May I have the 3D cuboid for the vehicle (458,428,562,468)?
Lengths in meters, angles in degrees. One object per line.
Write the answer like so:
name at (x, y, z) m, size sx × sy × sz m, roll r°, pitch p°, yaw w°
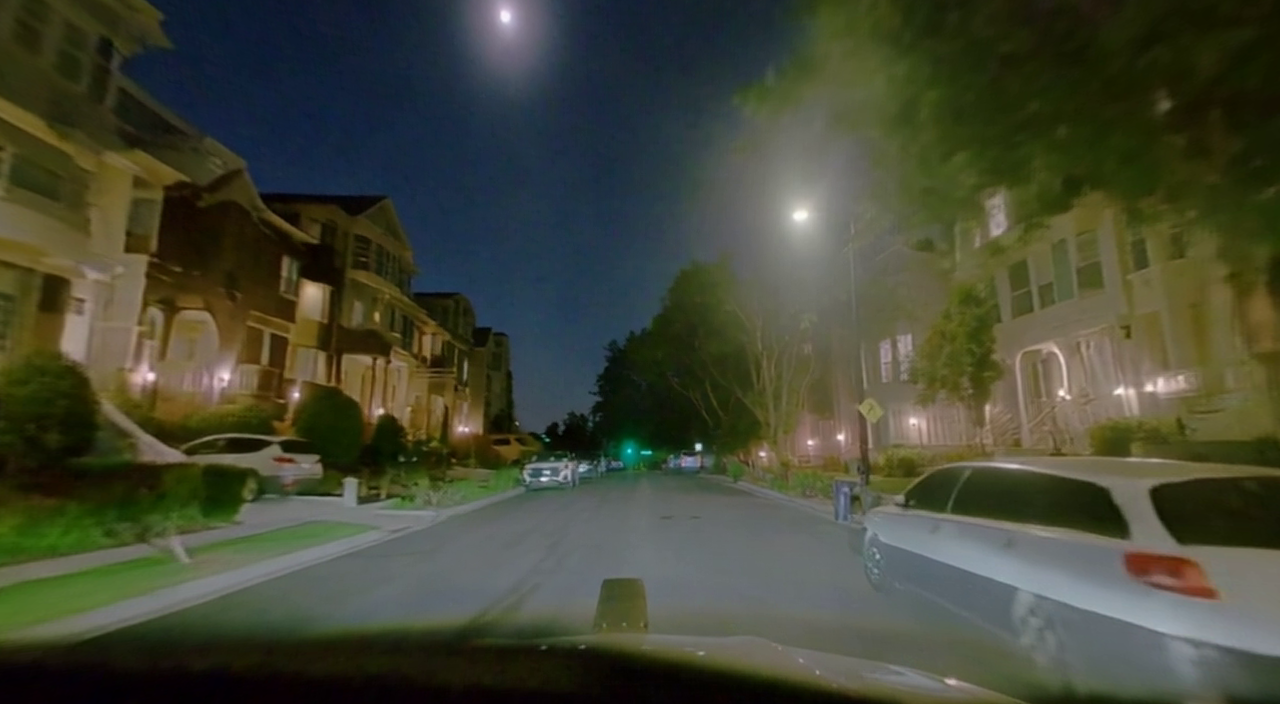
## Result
vehicle at (-9.280, 6.952, 45.659) m, size 6.780 × 2.770 × 2.970 m, roll 0°, pitch -9°, yaw 2°

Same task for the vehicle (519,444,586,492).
vehicle at (-3.306, 4.506, 24.607) m, size 1.974 × 1.664 × 4.539 m, roll 0°, pitch -10°, yaw 0°

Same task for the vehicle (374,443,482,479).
vehicle at (-10.101, 5.208, 30.271) m, size 4.414 × 1.658 × 1.988 m, roll 0°, pitch -9°, yaw 0°

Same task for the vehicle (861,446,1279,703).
vehicle at (3.372, 1.411, 4.583) m, size 1.996 × 1.409 × 4.446 m, roll 0°, pitch -9°, yaw 1°

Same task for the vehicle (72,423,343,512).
vehicle at (-9.230, 2.465, 13.727) m, size 4.480 × 1.740 × 1.988 m, roll -1°, pitch -9°, yaw 5°
